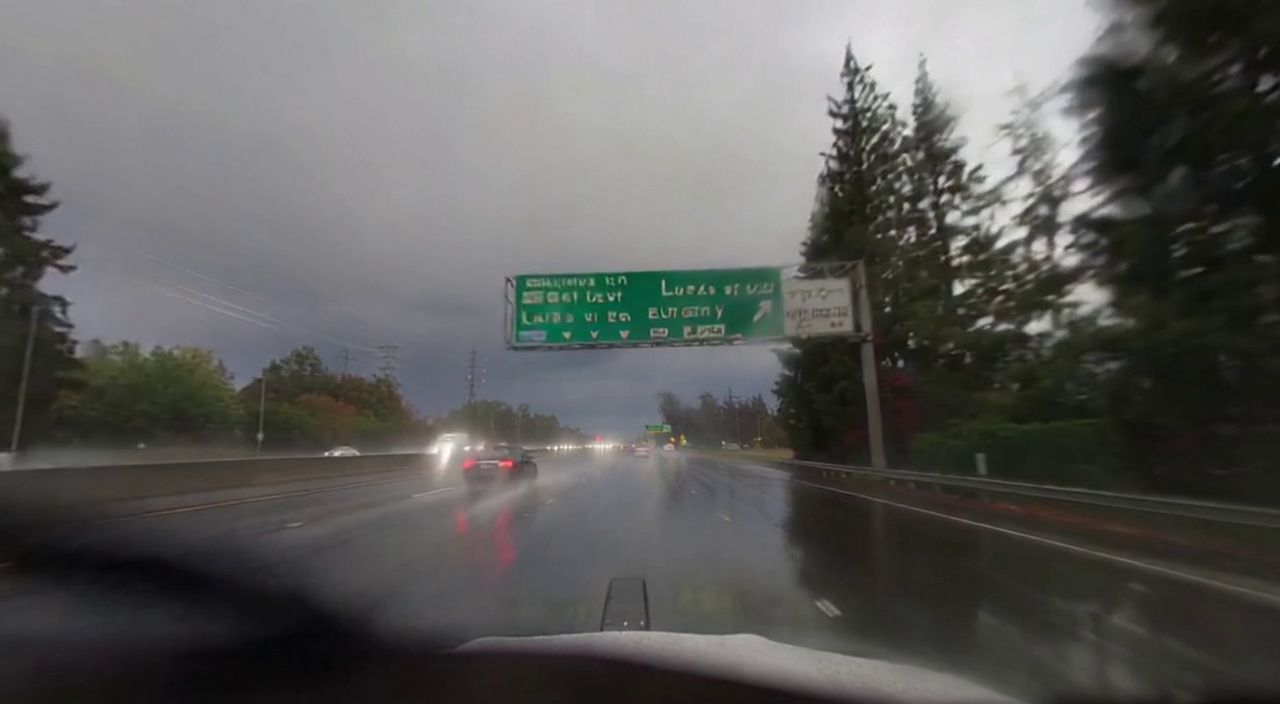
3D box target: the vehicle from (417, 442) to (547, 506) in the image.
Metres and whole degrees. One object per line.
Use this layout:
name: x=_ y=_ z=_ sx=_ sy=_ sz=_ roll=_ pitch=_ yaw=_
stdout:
vehicle: x=-3.807 y=3.027 z=16.174 sx=2.048 sy=1.368 sz=4.613 roll=0 pitch=-9 yaw=1
